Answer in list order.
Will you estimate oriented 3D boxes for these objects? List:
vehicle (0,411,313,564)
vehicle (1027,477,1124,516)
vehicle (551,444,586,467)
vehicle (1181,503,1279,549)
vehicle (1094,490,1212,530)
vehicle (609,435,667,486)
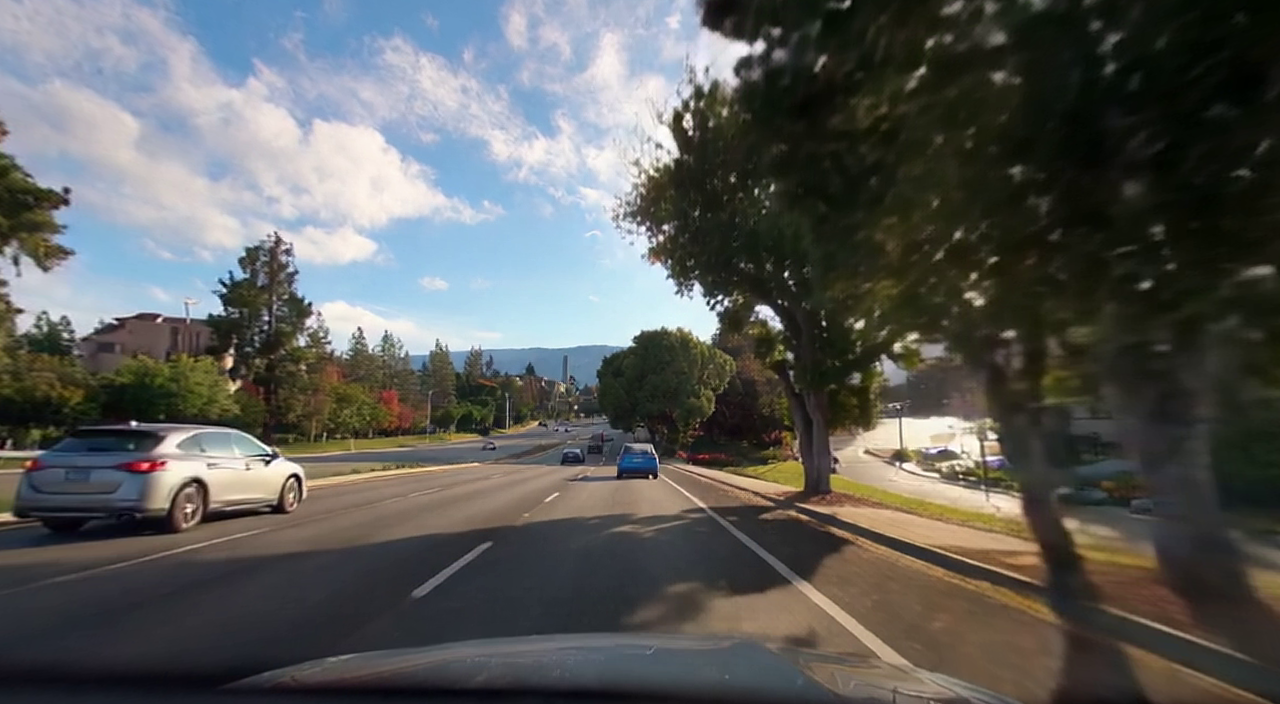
[{"bbox_3d":[-7.217,1.862,9.470,1.997,1.650,5.090,0,-9,-1],"label":"vehicle"},{"bbox_3d":[26.765,8.849,39.079,1.858,1.849,4.942,0,-7,-10],"label":"vehicle"},{"bbox_3d":[-5.223,7.657,46.856,2.123,1.592,4.505,0,-9,-1],"label":"vehicle"},{"bbox_3d":[28.033,7.981,29.158,1.845,1.533,4.455,1,-9,-7],"label":"vehicle"},{"bbox_3d":[27.417,8.460,34.025,1.874,1.577,4.877,3,-9,-8],"label":"vehicle"},{"bbox_3d":[-0.077,4.337,25.534,2.125,1.830,4.370,0,-9,0],"label":"vehicle"}]
